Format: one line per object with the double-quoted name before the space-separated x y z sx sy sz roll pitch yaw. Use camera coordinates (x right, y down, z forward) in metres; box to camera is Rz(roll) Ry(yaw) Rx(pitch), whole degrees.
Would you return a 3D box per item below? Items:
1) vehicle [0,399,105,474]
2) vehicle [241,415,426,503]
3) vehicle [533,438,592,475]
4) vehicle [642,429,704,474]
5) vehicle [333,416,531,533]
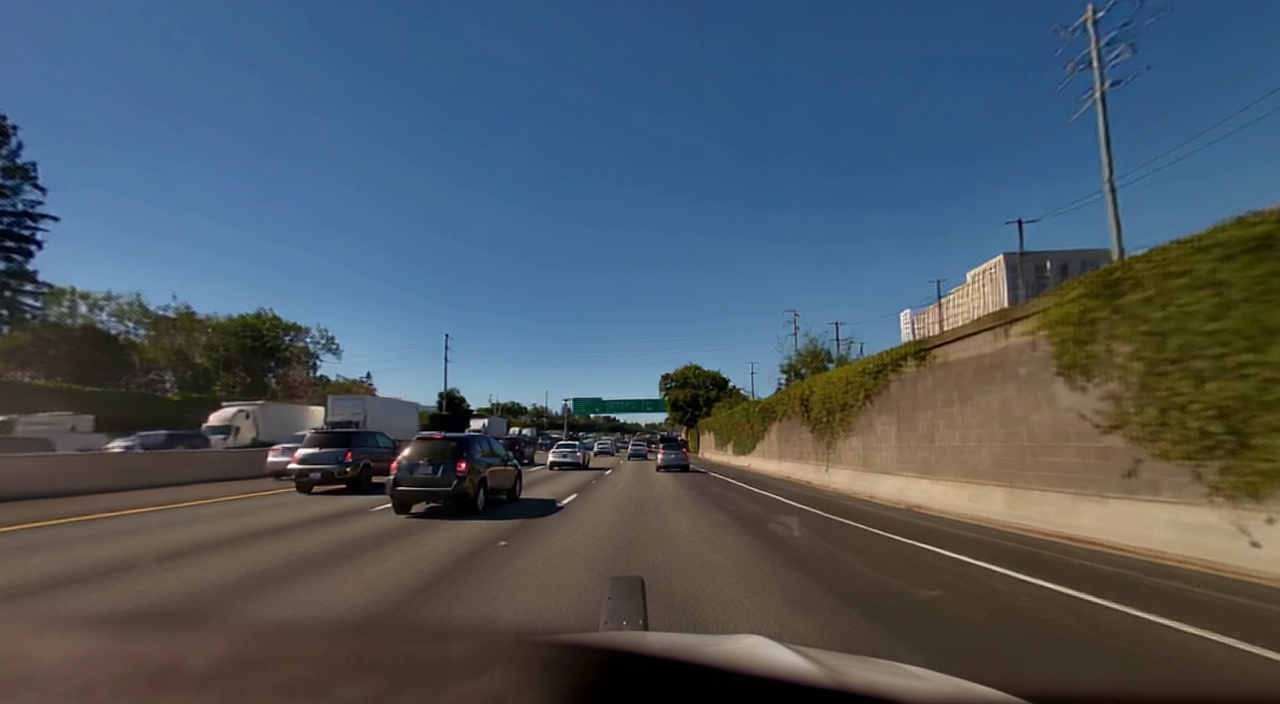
"vehicle" -20.224 2.675 20.129 2.134 2.068 4.956 -1 -2 -1
"vehicle" -7.234 2.597 15.624 2.222 1.825 4.640 0 -8 0
"vehicle" -3.450 4.742 28.872 2.049 1.530 4.707 0 -8 1
"vehicle" 1.561 5.150 32.880 2.793 2.132 5.682 0 -8 -1
"vehicle" -3.487 2.149 11.667 2.026 1.719 4.490 0 -8 1
